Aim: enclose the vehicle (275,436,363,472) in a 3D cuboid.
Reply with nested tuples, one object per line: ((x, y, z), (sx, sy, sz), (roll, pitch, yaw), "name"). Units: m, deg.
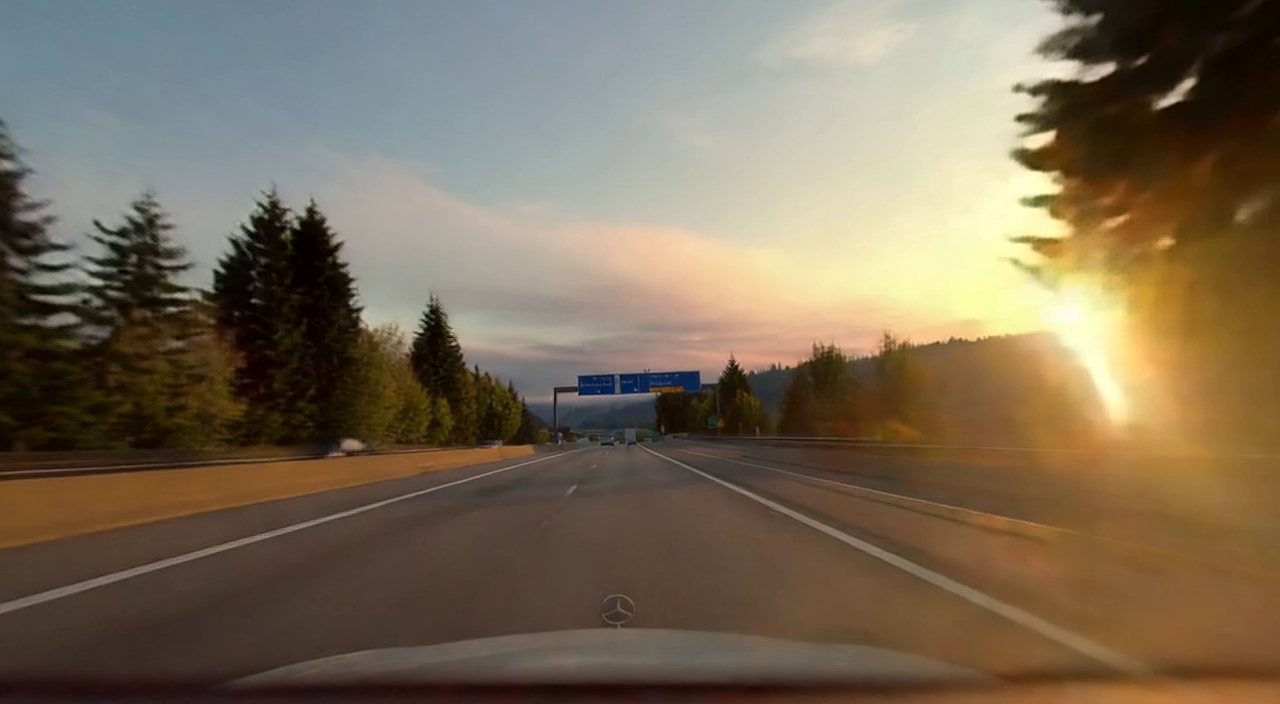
((-16.761, 5.320, 33.175), (2.037, 1.742, 4.985), (0, -8, 0), "vehicle")
